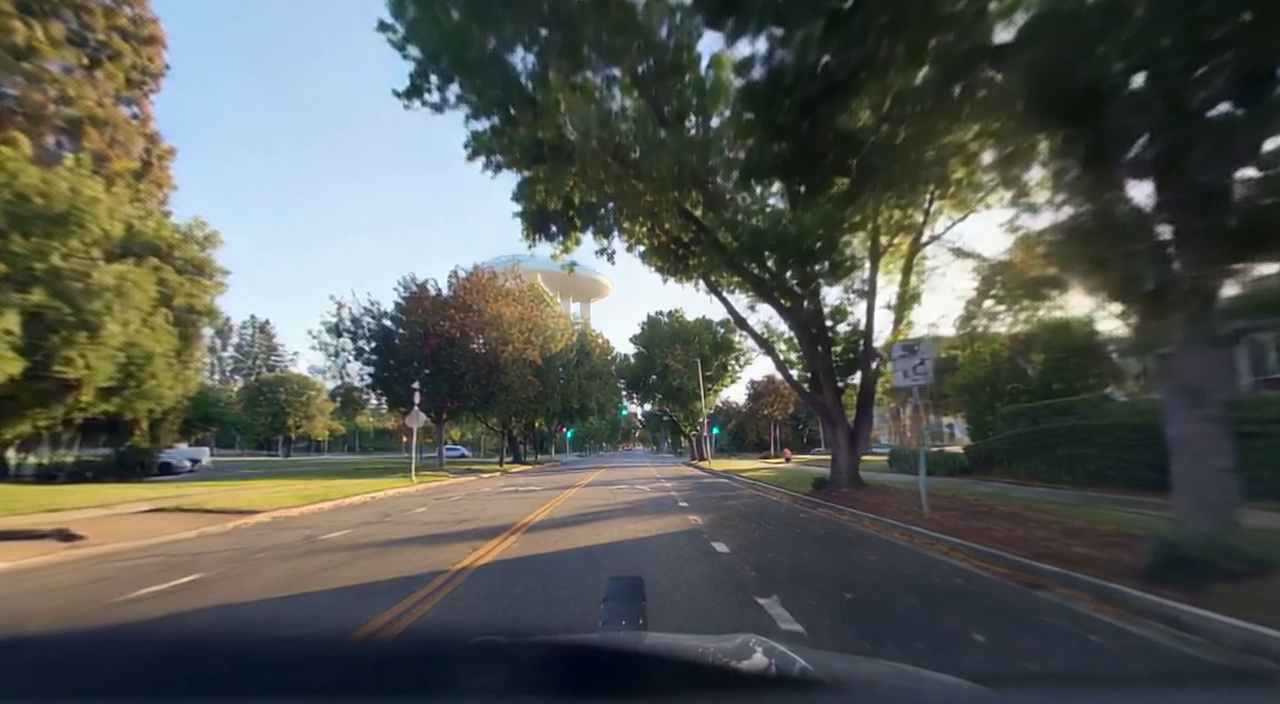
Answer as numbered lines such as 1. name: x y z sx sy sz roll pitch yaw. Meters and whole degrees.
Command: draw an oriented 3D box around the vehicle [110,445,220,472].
1. vehicle: -26.666 6.004 35.347 4.577 1.417 2.014 -1 -9 2
